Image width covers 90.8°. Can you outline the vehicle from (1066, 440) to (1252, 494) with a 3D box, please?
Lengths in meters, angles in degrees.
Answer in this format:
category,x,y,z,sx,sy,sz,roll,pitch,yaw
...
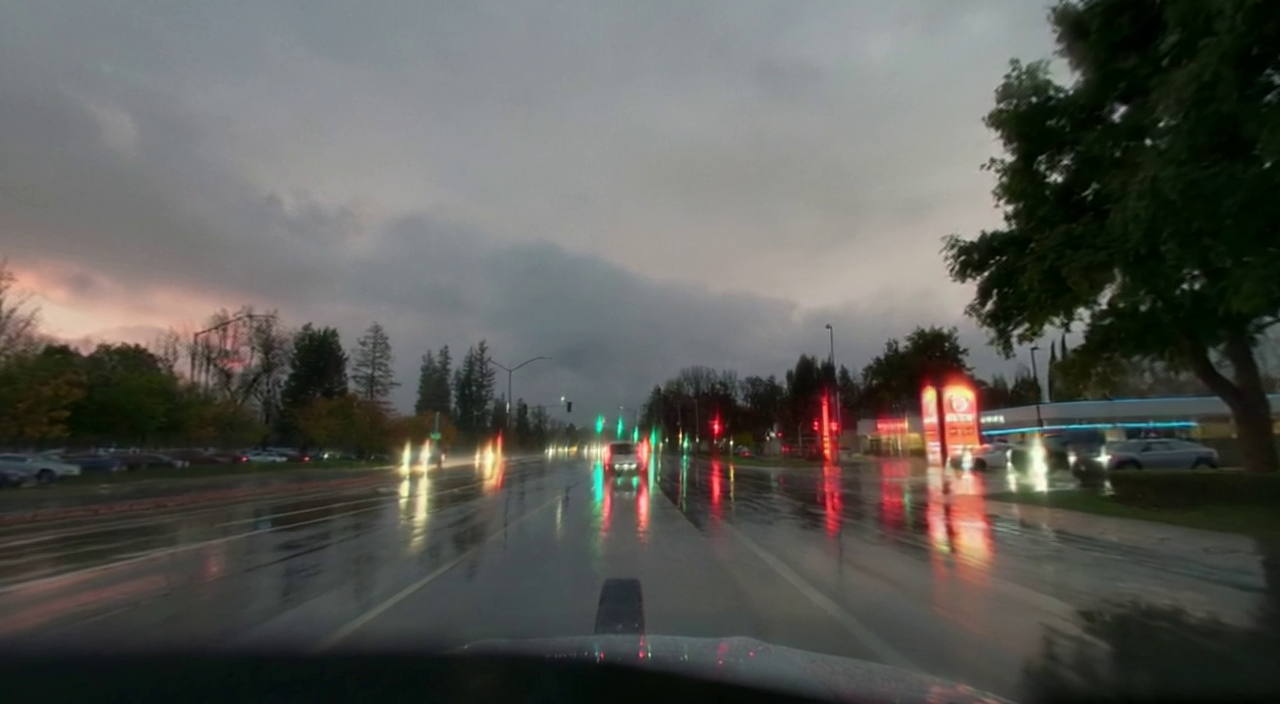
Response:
category,x,y,z,sx,sy,sz,roll,pitch,yaw
vehicle,16.462,3.645,20.227,4.290,1.617,1.751,0,-8,2

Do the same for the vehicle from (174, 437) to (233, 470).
category,x,y,z,sx,sy,sz,roll,pitch,yaw
vehicle,-32.826,7.625,47.732,2.818,2.313,5.508,5,-10,-27

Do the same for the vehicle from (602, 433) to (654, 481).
category,x,y,z,sx,sy,sz,roll,pitch,yaw
vehicle,-0.519,4.623,28.023,2.096,1.961,4.259,0,-8,-1

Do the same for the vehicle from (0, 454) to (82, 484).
category,x,y,z,sx,sy,sz,roll,pitch,yaw
vehicle,-33.732,6.426,34.871,4.154,1.578,1.771,0,-8,1
